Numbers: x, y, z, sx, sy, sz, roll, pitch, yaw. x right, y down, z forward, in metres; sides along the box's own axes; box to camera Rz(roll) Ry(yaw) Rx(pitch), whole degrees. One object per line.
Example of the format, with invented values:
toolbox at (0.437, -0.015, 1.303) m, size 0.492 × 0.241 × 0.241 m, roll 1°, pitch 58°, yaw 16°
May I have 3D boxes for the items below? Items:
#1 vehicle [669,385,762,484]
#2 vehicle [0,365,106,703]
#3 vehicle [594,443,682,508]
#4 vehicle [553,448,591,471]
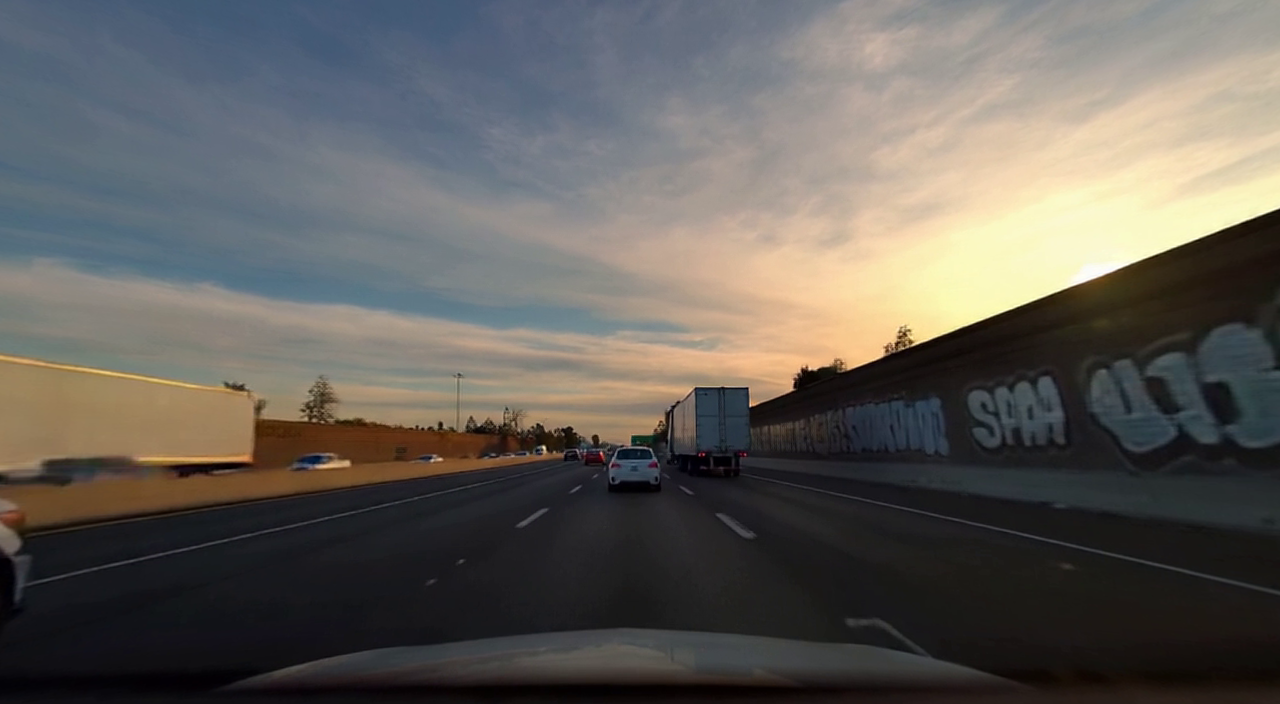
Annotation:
vehicle at (3.453, 4.467, 33.194) m, size 2.902 × 4.014 × 14.446 m, roll 0°, pitch -9°, yaw -1°
vehicle at (-4.283, 0.686, 1.434) m, size 1.988 × 1.750 × 4.711 m, roll 0°, pitch -9°, yaw -1°
vehicle at (-0.098, 3.154, 16.514) m, size 2.033 × 1.468 × 4.015 m, roll 0°, pitch -9°, yaw -1°
vehicle at (-4.560, 7.296, 42.967) m, size 2.067 × 1.481 × 4.085 m, roll -1°, pitch -9°, yaw 1°
